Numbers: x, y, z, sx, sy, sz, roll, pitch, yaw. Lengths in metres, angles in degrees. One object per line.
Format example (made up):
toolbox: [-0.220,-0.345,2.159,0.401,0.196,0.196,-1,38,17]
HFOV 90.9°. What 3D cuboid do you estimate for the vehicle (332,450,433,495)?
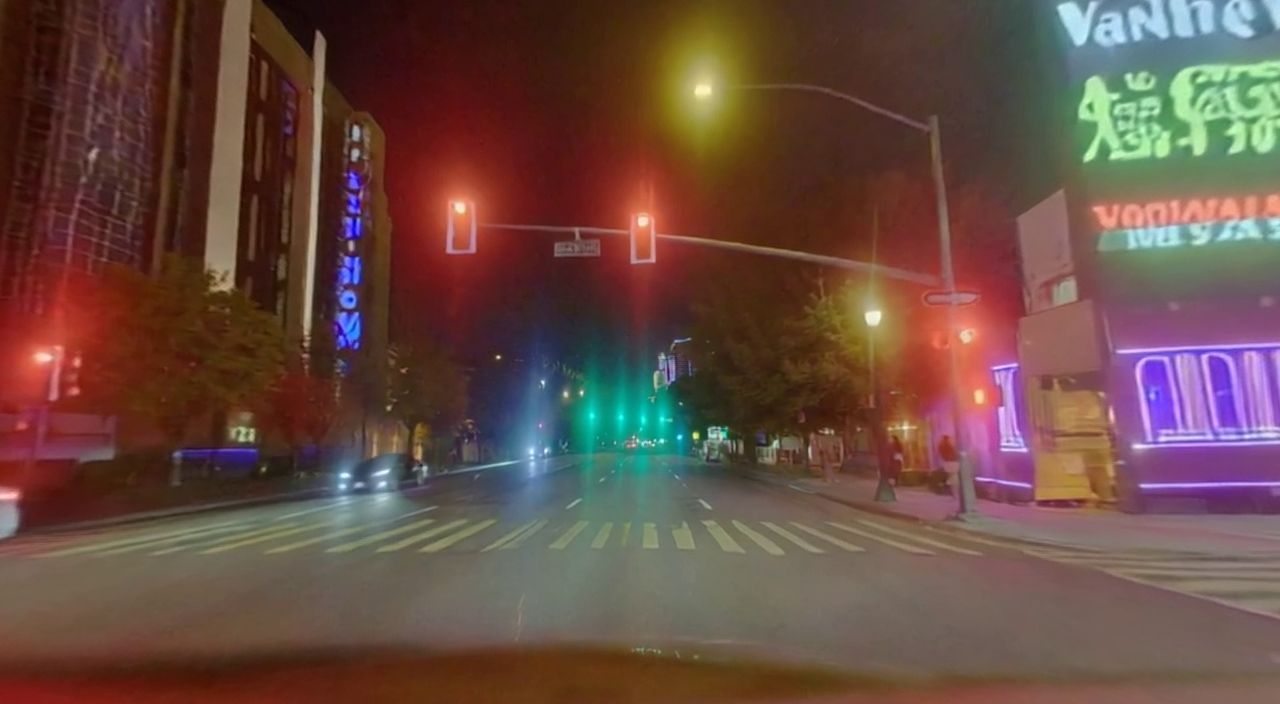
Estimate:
vehicle: [-9.212,4.322,22.982,1.913,1.457,4.048,-1,-8,1]
